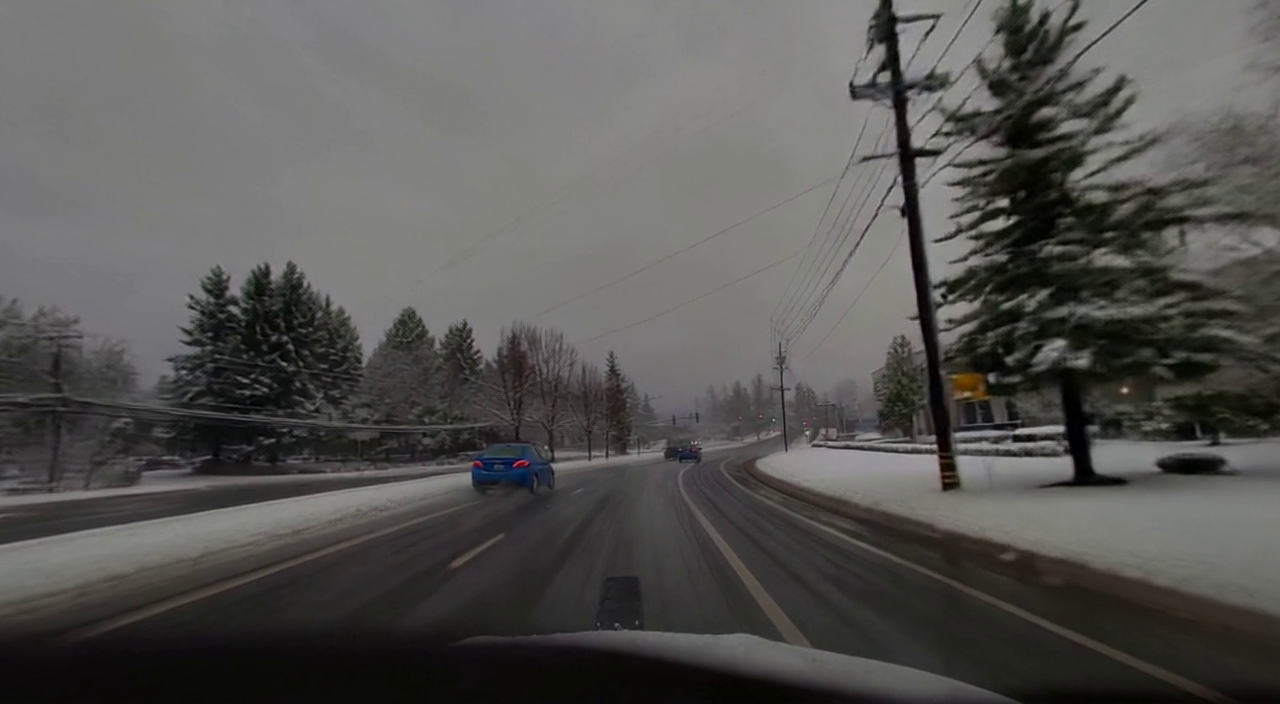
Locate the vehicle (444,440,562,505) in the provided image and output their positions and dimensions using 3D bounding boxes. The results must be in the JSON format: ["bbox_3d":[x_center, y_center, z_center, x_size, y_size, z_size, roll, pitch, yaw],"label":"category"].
[{"bbox_3d":[-3.485,3.156,17.076,1.928,1.488,4.635,0,-8,3],"label":"vehicle"}]
